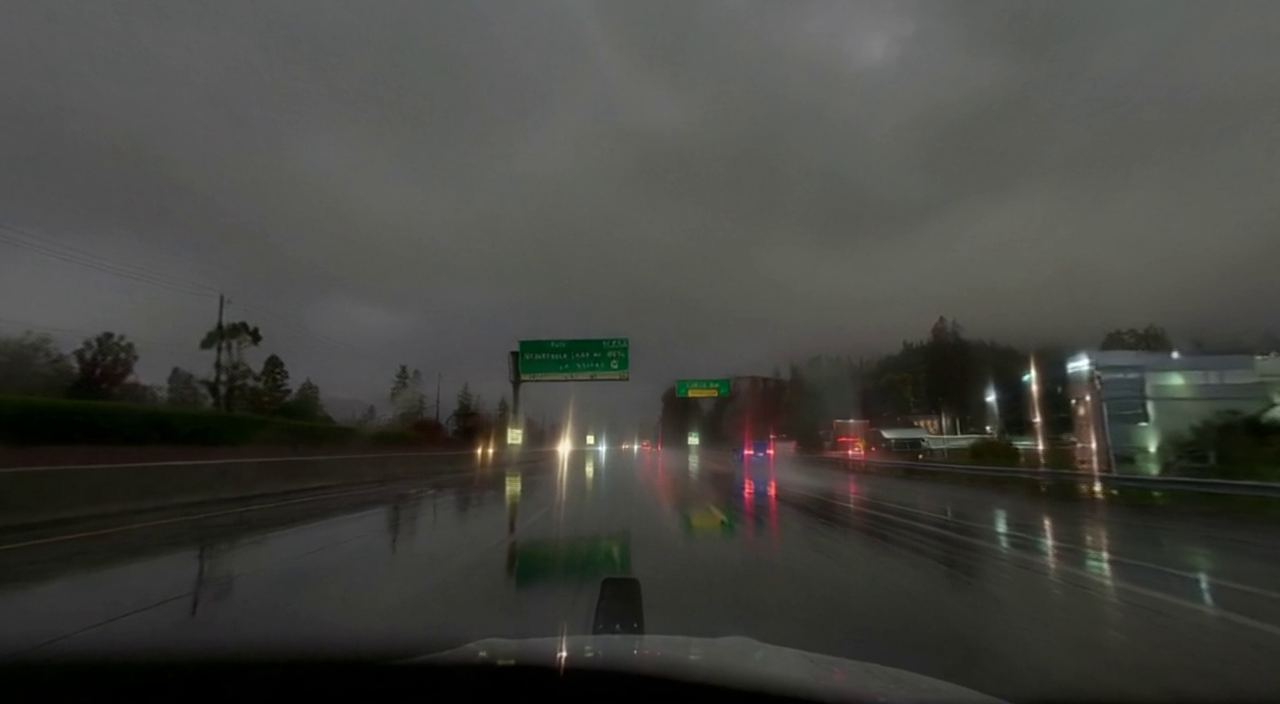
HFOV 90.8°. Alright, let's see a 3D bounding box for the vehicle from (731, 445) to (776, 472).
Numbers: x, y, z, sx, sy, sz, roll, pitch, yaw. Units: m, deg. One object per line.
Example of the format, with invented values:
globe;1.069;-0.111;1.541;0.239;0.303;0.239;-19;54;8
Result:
vehicle;7.090;6.684;39.814;1.958;1.498;4.447;0;-7;-1
